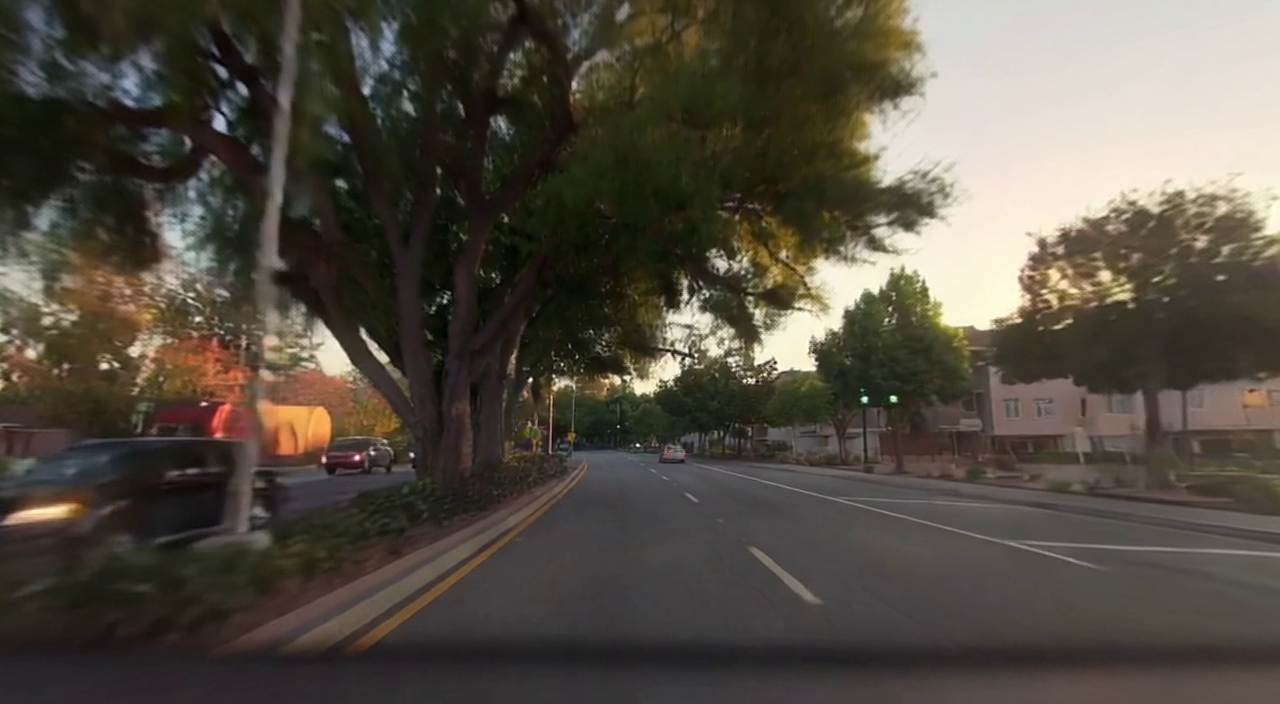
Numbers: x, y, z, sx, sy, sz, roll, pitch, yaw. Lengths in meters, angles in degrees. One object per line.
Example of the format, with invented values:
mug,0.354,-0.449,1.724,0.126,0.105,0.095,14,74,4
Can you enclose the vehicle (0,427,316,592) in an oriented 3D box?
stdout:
vehicle,-6.693,1.851,8.745,2.180,1.556,5.130,2,-7,-7

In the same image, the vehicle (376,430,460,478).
vehicle,-9.057,4.146,26.262,2.016,1.766,5.155,0,-7,-4

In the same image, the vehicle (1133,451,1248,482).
vehicle,28.030,5.808,32.231,4.458,1.465,1.875,1,-9,-10

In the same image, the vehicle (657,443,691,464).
vehicle,2.444,7.382,46.154,1.913,1.473,4.360,0,-8,-4

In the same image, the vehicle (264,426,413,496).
vehicle,-8.746,3.135,18.951,2.183,1.769,4.972,1,-7,-3
